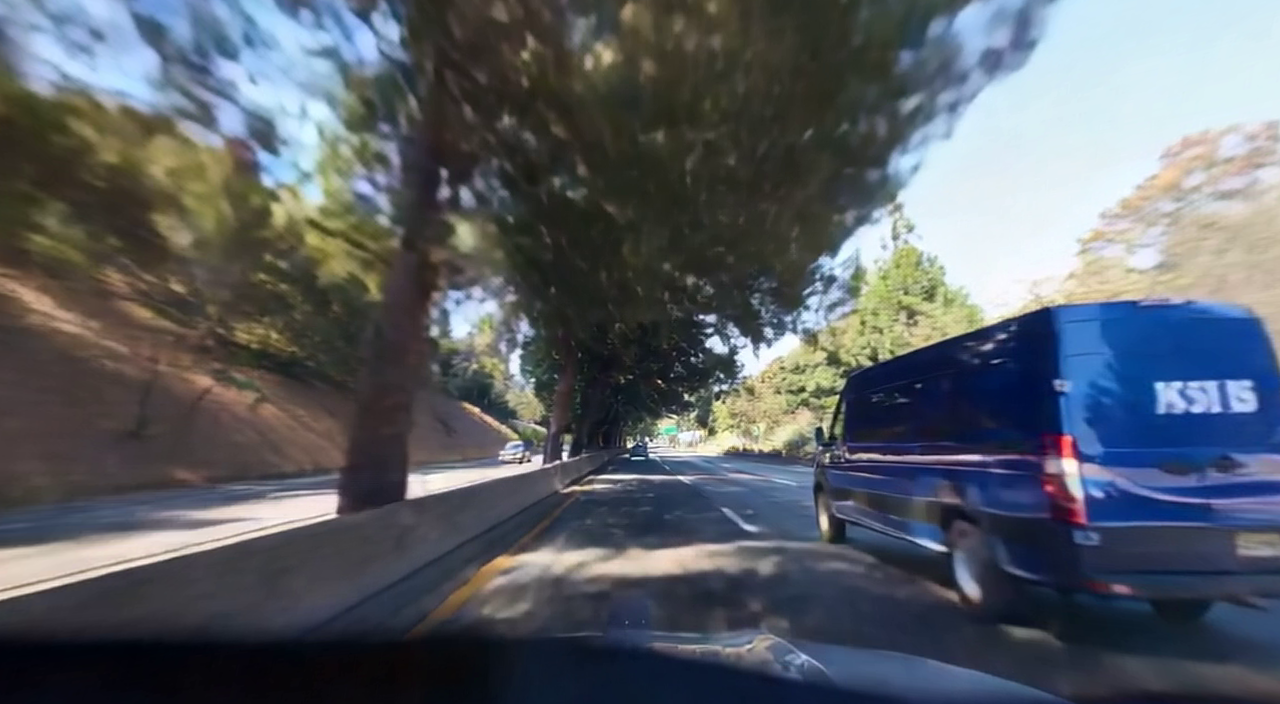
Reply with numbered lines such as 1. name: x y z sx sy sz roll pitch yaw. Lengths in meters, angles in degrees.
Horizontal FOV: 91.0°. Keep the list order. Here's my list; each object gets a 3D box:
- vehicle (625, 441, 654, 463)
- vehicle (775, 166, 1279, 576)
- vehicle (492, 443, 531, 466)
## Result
1. vehicle: -0.039 7.557 47.827 2.121 1.590 4.434 0 -8 0
2. vehicle: 7.008 1.387 14.878 3.479 4.156 17.231 0 -9 -1
3. vehicle: -9.494 7.618 46.959 1.935 1.569 4.778 0 -8 0
